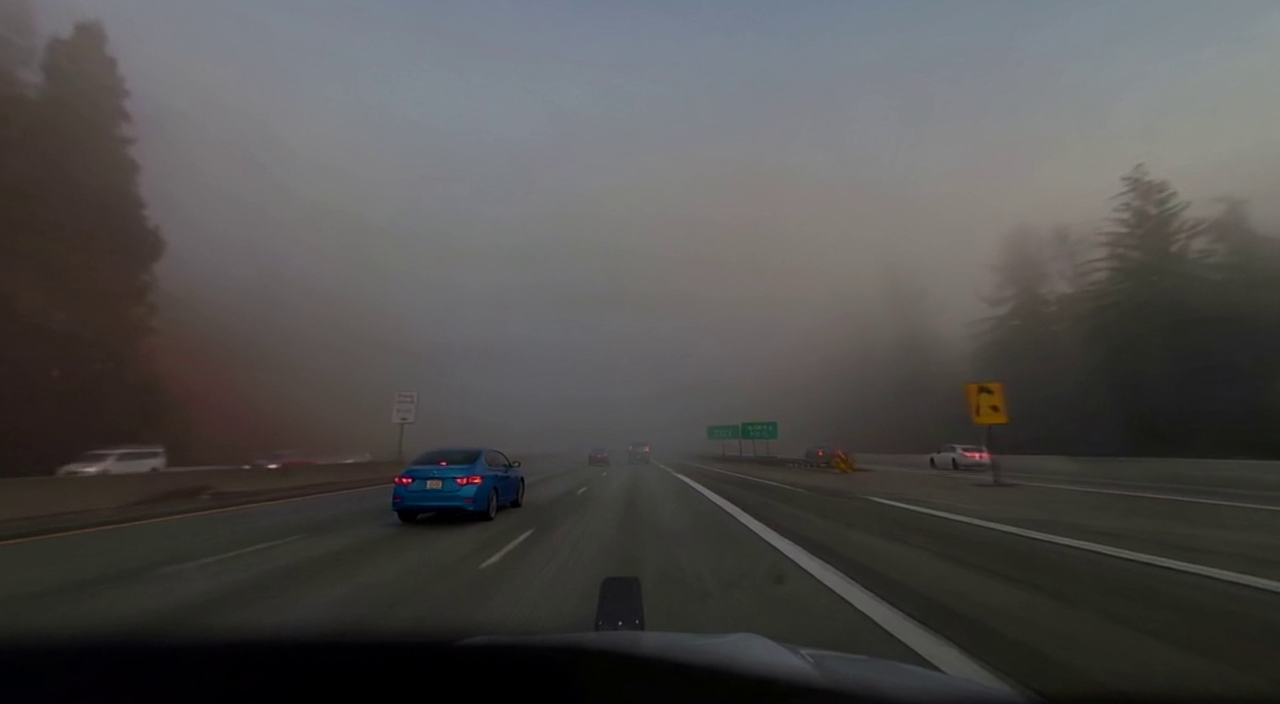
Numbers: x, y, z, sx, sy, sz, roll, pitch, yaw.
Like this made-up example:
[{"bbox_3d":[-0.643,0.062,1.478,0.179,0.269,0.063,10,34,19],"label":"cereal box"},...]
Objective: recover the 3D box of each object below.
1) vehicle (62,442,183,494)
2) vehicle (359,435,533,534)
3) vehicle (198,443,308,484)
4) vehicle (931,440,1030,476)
[{"bbox_3d":[-36.890,8.244,45.468,2.849,3.374,7.257,1,-9,-5],"label":"vehicle"},{"bbox_3d":[-3.435,2.431,12.171,2.020,1.554,4.137,0,-9,0],"label":"vehicle"},{"bbox_3d":[-17.353,5.005,28.672,2.043,1.651,4.727,0,-9,-1],"label":"vehicle"},{"bbox_3d":[15.574,4.875,29.253,1.873,1.463,4.937,0,-9,1],"label":"vehicle"}]
